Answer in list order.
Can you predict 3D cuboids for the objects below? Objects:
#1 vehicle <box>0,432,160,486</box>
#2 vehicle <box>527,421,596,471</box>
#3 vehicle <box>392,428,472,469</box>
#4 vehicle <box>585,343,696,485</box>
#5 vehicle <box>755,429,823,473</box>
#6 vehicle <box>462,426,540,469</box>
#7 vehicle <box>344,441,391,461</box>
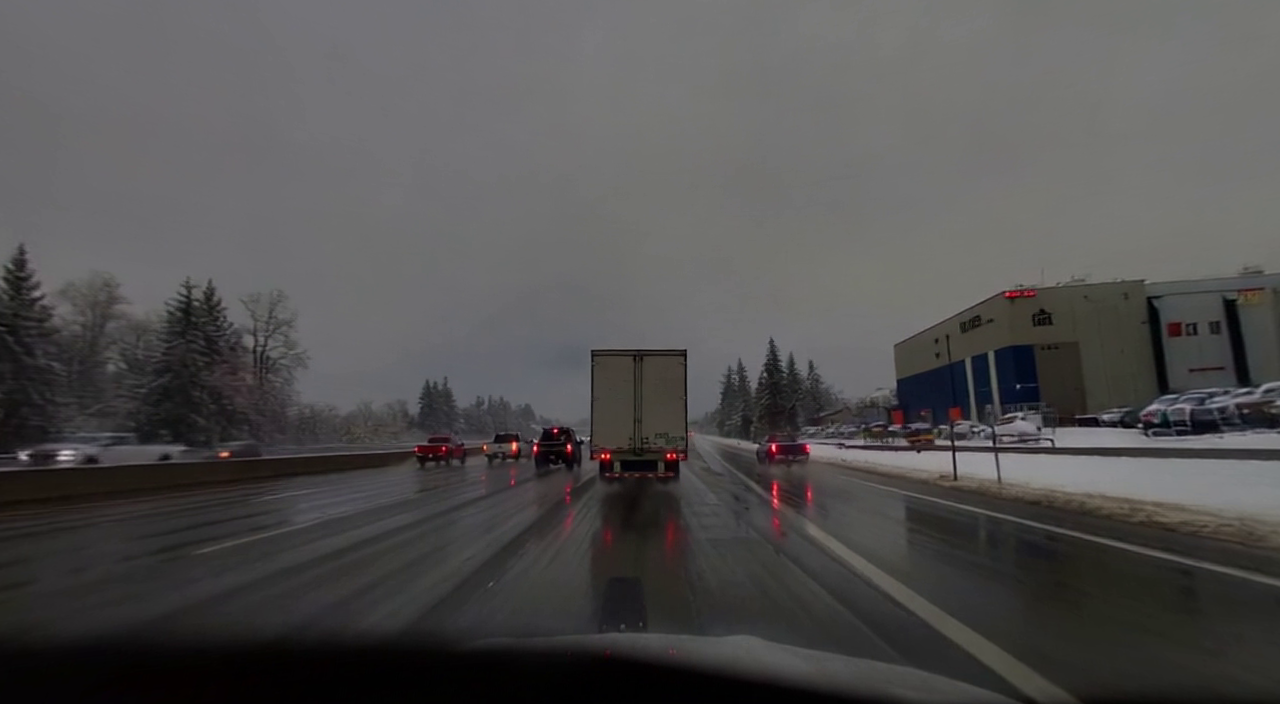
[{"bbox_3d":[-17.609,3.286,19.607,1.944,1.488,4.297,0,-9,0],"label":"vehicle"},{"bbox_3d":[-3.530,4.424,29.694,2.379,2.075,6.169,0,-9,0],"label":"vehicle"},{"bbox_3d":[-10.575,4.990,32.658,2.089,1.885,5.888,0,-9,1],"label":"vehicle"},{"bbox_3d":[-0.057,2.374,21.805,2.941,3.794,9.851,0,-9,-1],"label":"vehicle"},{"bbox_3d":[6.670,4.504,28.774,2.137,1.796,4.817,0,-9,3],"label":"vehicle"},{"bbox_3d":[-6.860,4.844,31.986,2.479,1.978,5.952,0,-9,1],"label":"vehicle"},{"bbox_3d":[-21.162,7.718,49.131,1.775,1.450,4.104,0,-9,1],"label":"vehicle"}]
